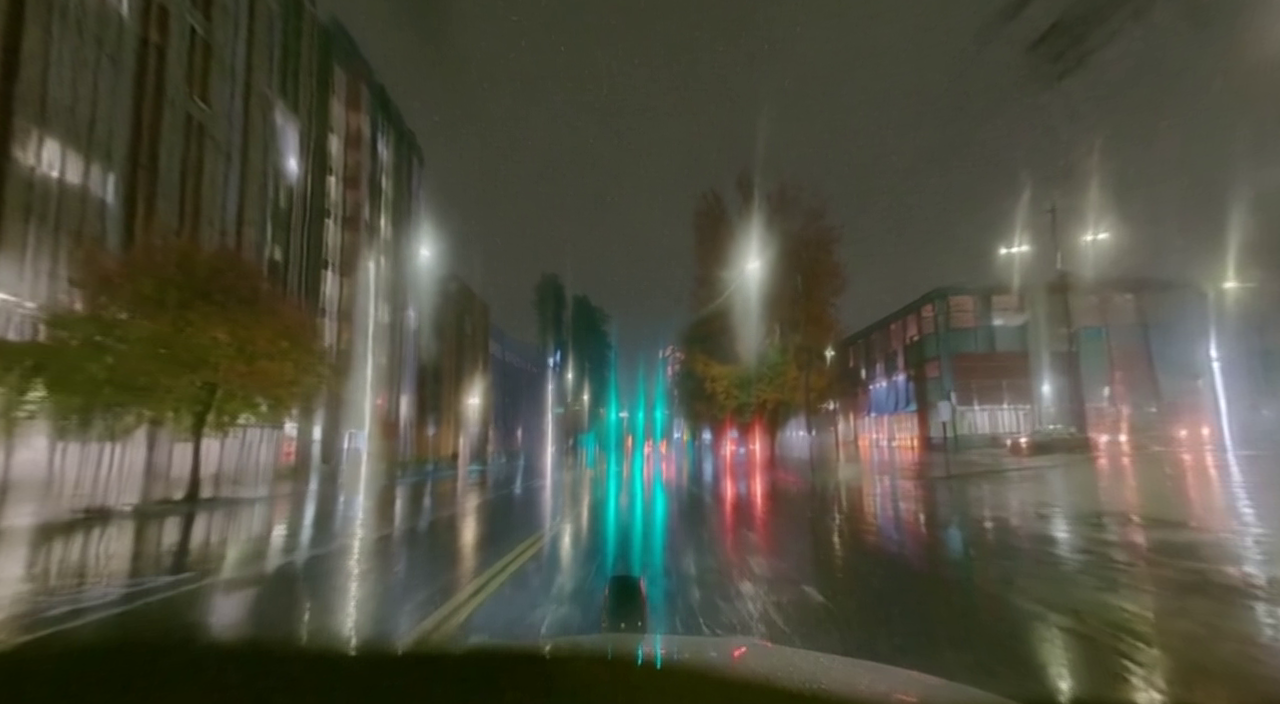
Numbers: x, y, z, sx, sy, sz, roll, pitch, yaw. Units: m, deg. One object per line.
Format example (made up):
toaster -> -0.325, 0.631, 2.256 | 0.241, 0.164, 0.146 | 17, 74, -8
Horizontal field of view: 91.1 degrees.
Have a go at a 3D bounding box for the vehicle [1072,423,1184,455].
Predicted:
vehicle -> 32.563, 5.878, 42.070 | 2.097, 1.894, 5.338 | 1, -10, -26

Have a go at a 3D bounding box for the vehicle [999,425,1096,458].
vehicle -> 24.866, 5.496, 38.477 | 2.005, 1.861, 4.478 | 4, -9, -27

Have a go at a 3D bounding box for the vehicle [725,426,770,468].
vehicle -> 6.674, 5.925, 39.296 | 2.021, 2.433, 3.088 | 0, -8, -4
